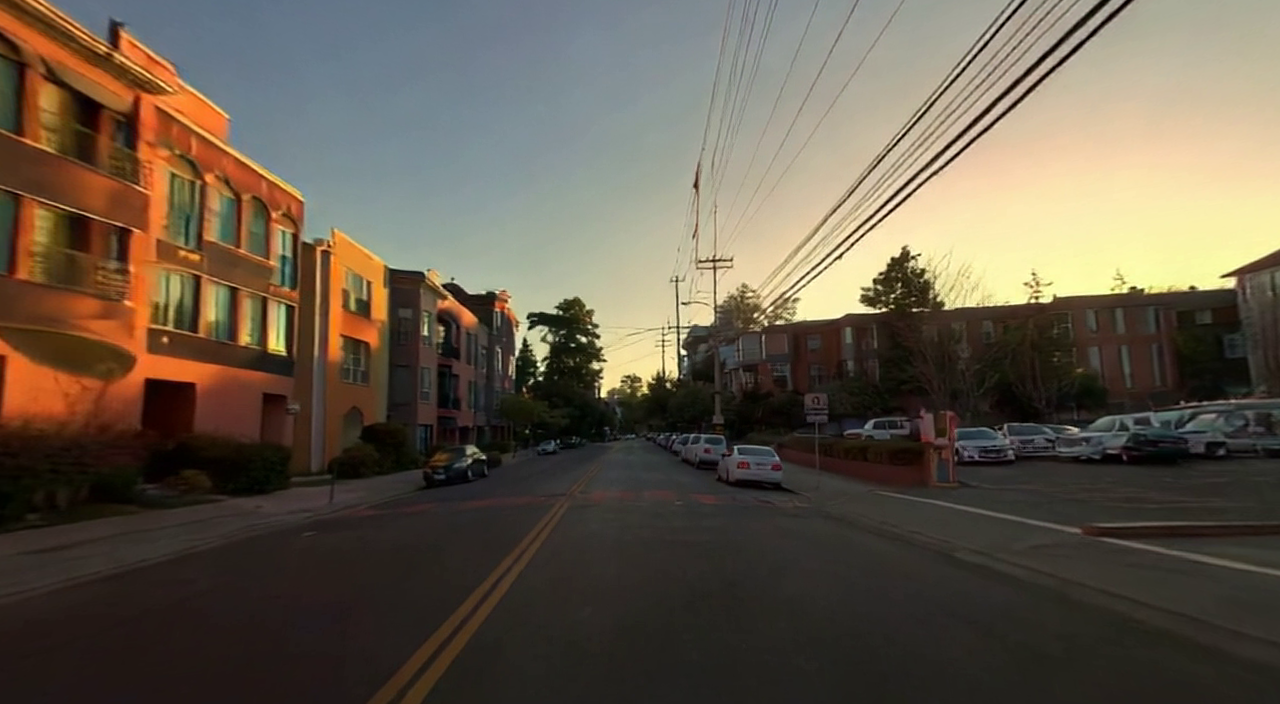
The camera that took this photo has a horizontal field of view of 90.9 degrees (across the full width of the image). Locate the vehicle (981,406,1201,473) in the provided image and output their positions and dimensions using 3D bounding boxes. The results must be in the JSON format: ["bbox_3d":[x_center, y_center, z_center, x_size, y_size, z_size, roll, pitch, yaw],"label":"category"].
[{"bbox_3d":[12.665,2.528,18.081,1.897,1.659,4.648,5,-10,-32],"label":"vehicle"}]

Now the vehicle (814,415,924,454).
[{"bbox_3d":[12.017,4.460,33.656,2.152,1.875,5.778,3,-9,-21],"label":"vehicle"}]

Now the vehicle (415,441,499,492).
[{"bbox_3d":[-6.567,4.113,23.160,1.913,1.672,4.267,0,-8,-1],"label":"vehicle"}]

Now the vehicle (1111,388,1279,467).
[{"bbox_3d":[16.611,2.085,17.174,2.153,1.976,5.514,6,-10,-34],"label":"vehicle"}]

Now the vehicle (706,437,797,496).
[{"bbox_3d":[3.236,3.399,19.103,1.914,1.591,3.892,0,-8,-2],"label":"vehicle"}]
